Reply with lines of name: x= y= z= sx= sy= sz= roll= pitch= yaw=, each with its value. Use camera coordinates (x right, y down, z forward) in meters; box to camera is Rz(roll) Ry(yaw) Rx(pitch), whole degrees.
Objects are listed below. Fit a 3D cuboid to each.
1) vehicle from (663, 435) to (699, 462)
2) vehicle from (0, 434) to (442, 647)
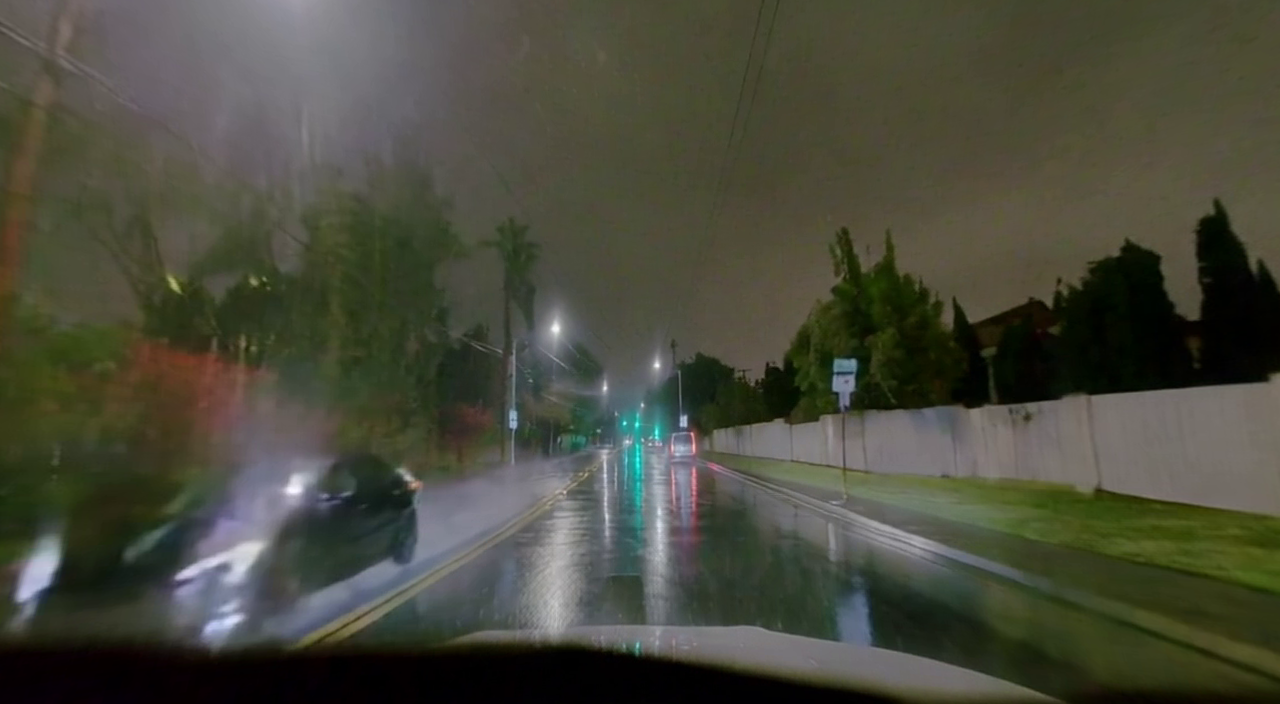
vehicle: x=2.769 y=6.638 z=43.491 sx=2.086 sy=1.726 sz=4.384 roll=0 pitch=-8 yaw=-1
vehicle: x=-3.702 y=1.635 z=6.568 sx=1.959 sy=1.473 sz=4.115 roll=0 pitch=-8 yaw=0
